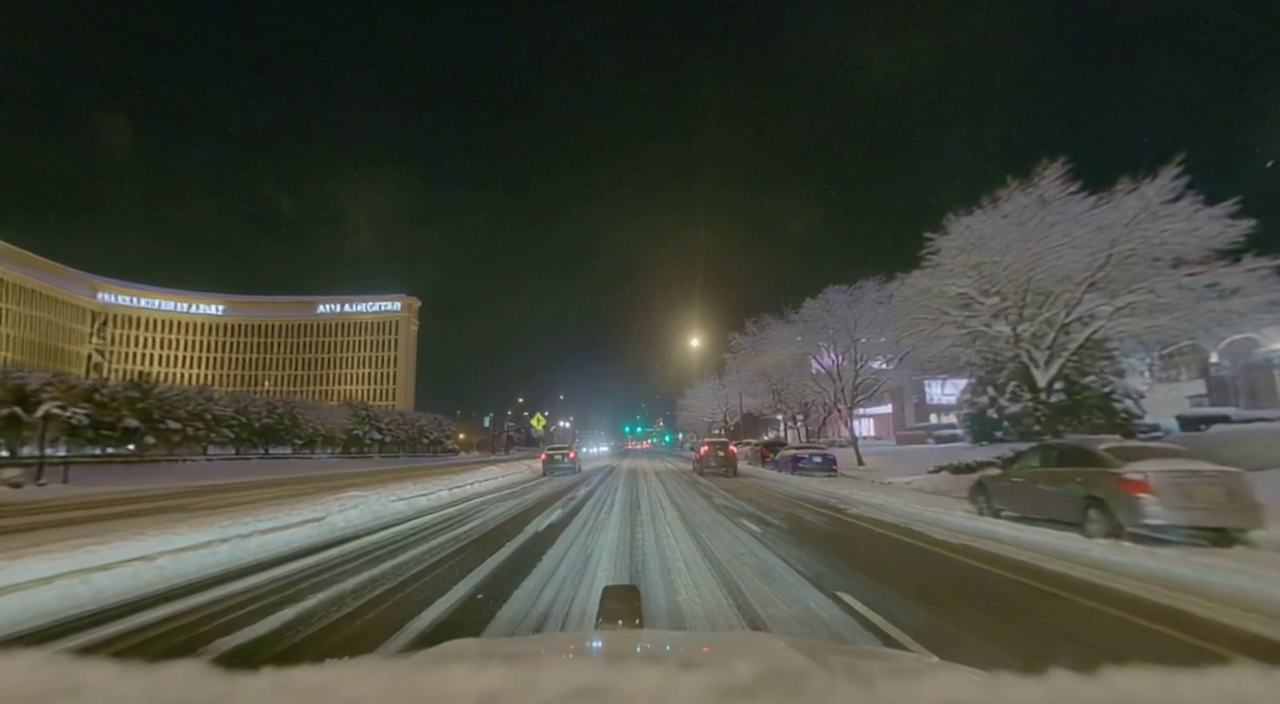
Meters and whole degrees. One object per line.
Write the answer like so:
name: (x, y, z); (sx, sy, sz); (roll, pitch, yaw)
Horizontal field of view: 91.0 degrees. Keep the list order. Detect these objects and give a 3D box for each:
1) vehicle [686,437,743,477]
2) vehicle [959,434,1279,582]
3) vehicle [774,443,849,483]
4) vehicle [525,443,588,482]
vehicle: (3.477, 4.984, 30.134); (2.083, 1.743, 4.354); (0, -8, -1)
vehicle: (6.910, 1.945, 8.841); (2.302, 1.480, 4.696); (0, -8, -1)
vehicle: (6.932, 4.513, 26.008); (1.876, 1.478, 4.670); (0, -8, 1)
vehicle: (-3.344, 4.490, 25.949); (2.005, 1.477, 4.169); (0, -8, 1)
